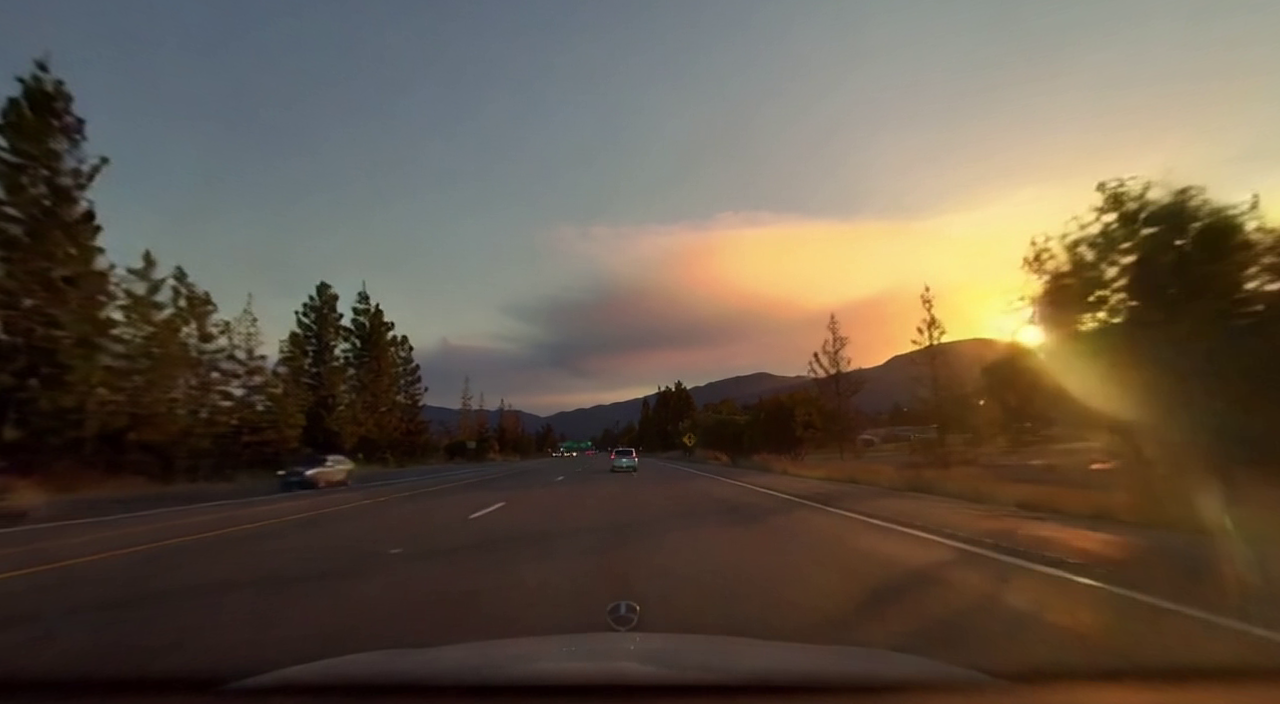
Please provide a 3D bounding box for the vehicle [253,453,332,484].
[{"bbox_3d":[-18.318,6.141,33.344,1.856,1.463,4.226,0,-9,-1],"label":"vehicle"}]

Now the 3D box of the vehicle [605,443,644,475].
[{"bbox_3d":[-0.837,6.157,36.334,2.120,1.715,4.153,0,-9,0],"label":"vehicle"}]
